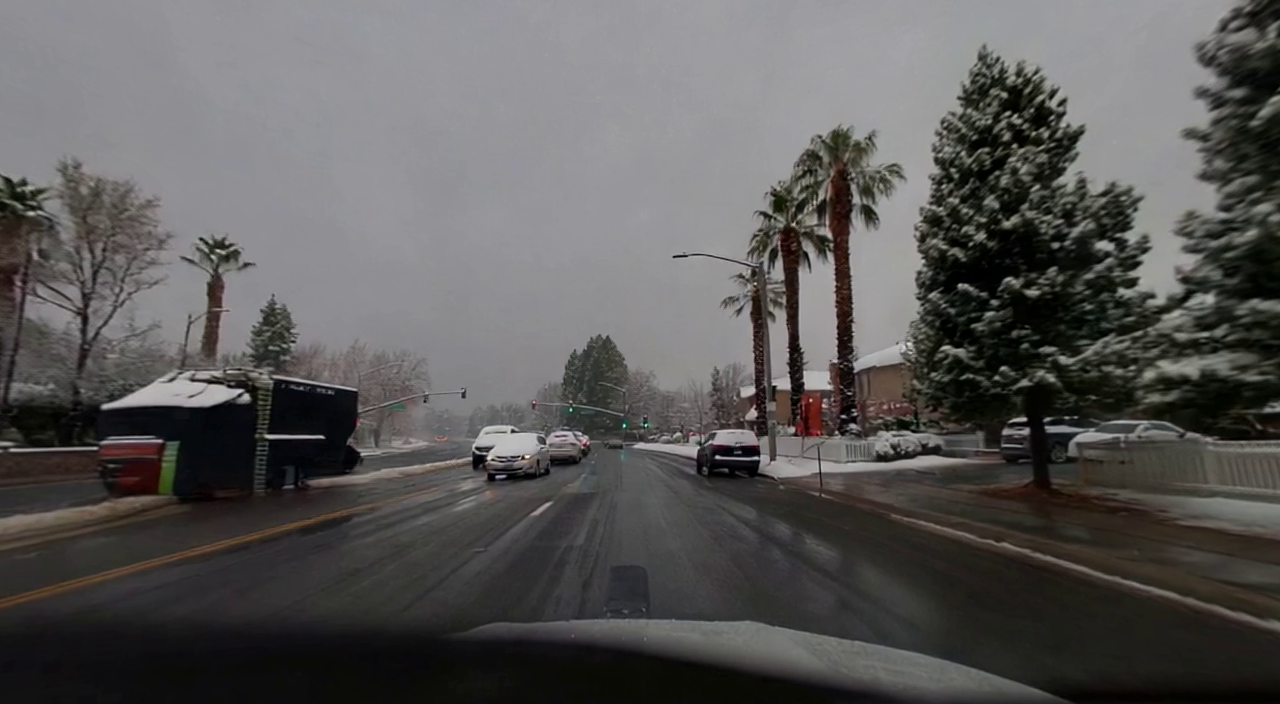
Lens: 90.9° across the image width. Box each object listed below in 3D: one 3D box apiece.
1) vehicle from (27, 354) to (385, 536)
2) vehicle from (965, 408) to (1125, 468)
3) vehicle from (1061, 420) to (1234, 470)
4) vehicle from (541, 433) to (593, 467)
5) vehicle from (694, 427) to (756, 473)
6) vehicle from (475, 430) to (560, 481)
[{"bbox_3d":[-7.012,1.651,11.501,2.155,2.399,6.101,-1,-8,0],"label":"vehicle"},{"bbox_3d":[14.853,3.134,23.185,4.864,2.000,2.353,2,-8,-20],"label":"vehicle"},{"bbox_3d":[16.353,2.970,20.375,4.537,1.484,1.922,2,-8,-15],"label":"vehicle"},{"bbox_3d":[-3.825,5.220,33.845,2.181,1.636,4.504,-1,-8,0],"label":"vehicle"},{"bbox_3d":[3.461,4.054,26.367,1.801,1.746,4.325,0,-8,-2],"label":"vehicle"},{"bbox_3d":[-4.092,3.526,21.840,2.051,1.572,4.207,-1,-8,1],"label":"vehicle"}]
